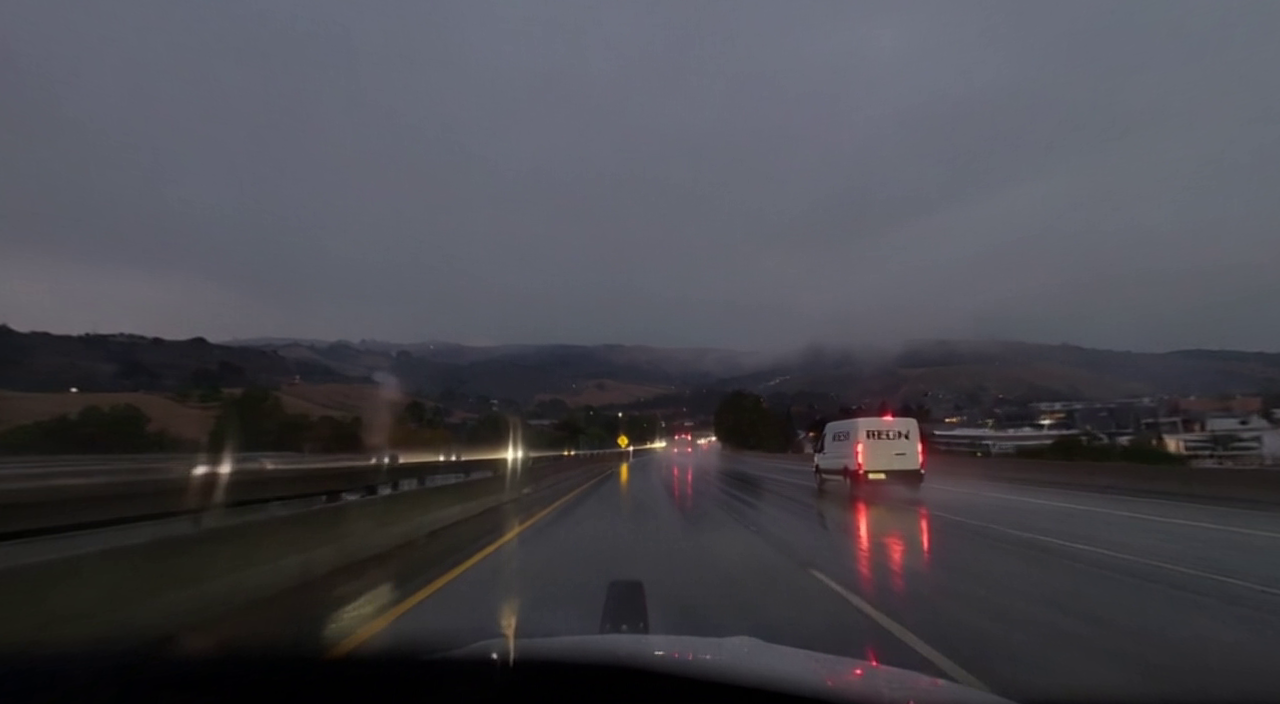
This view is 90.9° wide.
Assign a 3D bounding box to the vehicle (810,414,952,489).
[{"bbox_3d":[7.386,3.131,20.145,2.275,2.059,5.543,0,-8,0],"label":"vehicle"}]

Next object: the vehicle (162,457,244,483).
[{"bbox_3d":[-28.473,7.688,41.300,1.902,1.483,4.762,0,-8,1],"label":"vehicle"}]
